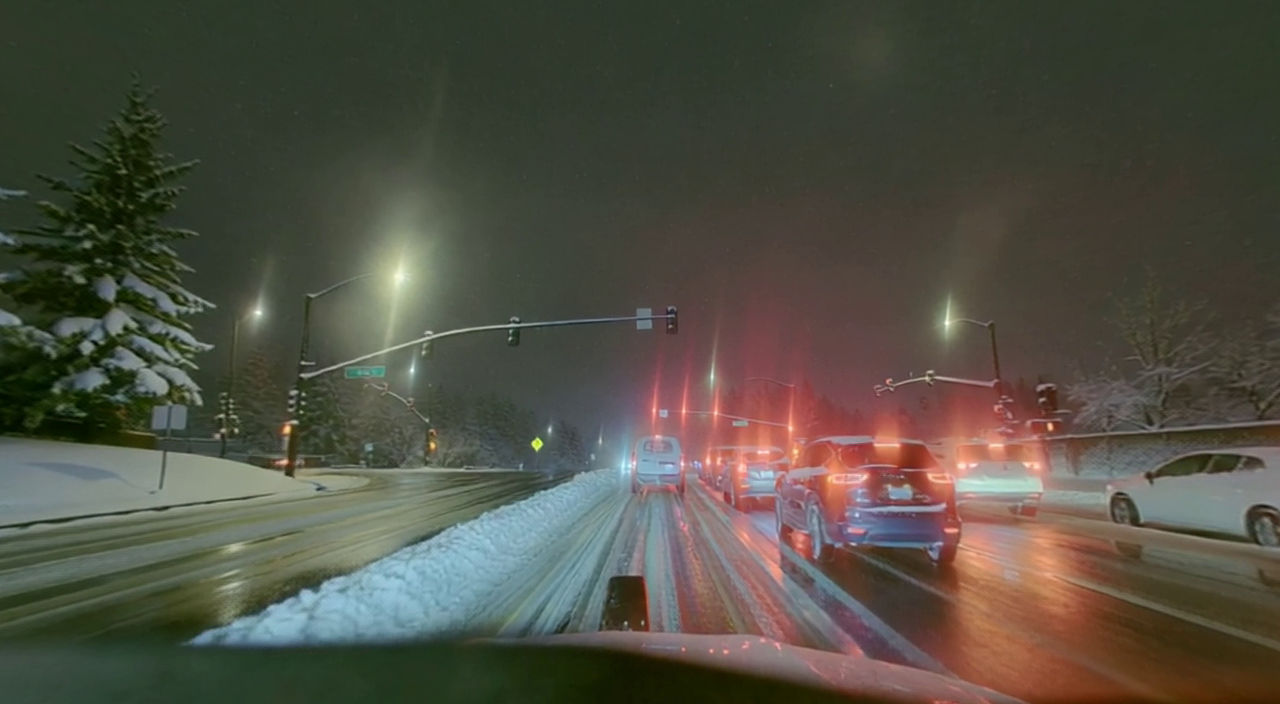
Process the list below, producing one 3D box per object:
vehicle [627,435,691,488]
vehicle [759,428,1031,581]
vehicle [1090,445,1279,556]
[{"bbox_3d":[0.639,4.132,24.202,2.245,1.800,4.522,0,-8,0],"label":"vehicle"},{"bbox_3d":[3.051,1.890,8.698,2.078,1.578,4.107,0,-8,1],"label":"vehicle"},{"bbox_3d":[9.348,2.139,9.551,1.884,1.422,4.262,0,-8,0],"label":"vehicle"}]
